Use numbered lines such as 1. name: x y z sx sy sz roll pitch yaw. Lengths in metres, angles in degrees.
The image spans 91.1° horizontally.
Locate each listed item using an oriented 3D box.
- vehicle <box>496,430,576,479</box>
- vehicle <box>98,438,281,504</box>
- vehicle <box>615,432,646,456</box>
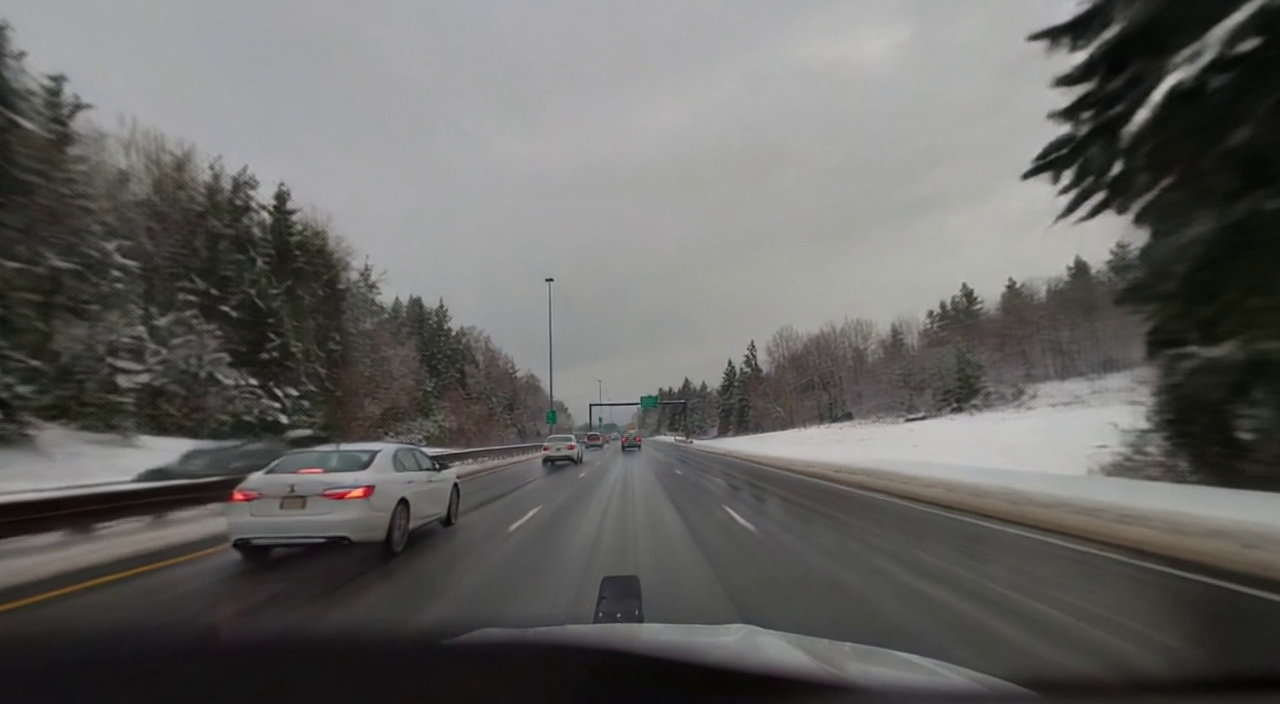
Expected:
1. vehicle: -3.461 3.527 21.904 1.989 1.497 4.645 0 -8 0
2. vehicle: -11.970 3.131 17.148 1.903 1.544 4.199 0 -8 -1
3. vehicle: -0.659 6.444 44.163 2.054 1.609 3.859 0 -8 0
